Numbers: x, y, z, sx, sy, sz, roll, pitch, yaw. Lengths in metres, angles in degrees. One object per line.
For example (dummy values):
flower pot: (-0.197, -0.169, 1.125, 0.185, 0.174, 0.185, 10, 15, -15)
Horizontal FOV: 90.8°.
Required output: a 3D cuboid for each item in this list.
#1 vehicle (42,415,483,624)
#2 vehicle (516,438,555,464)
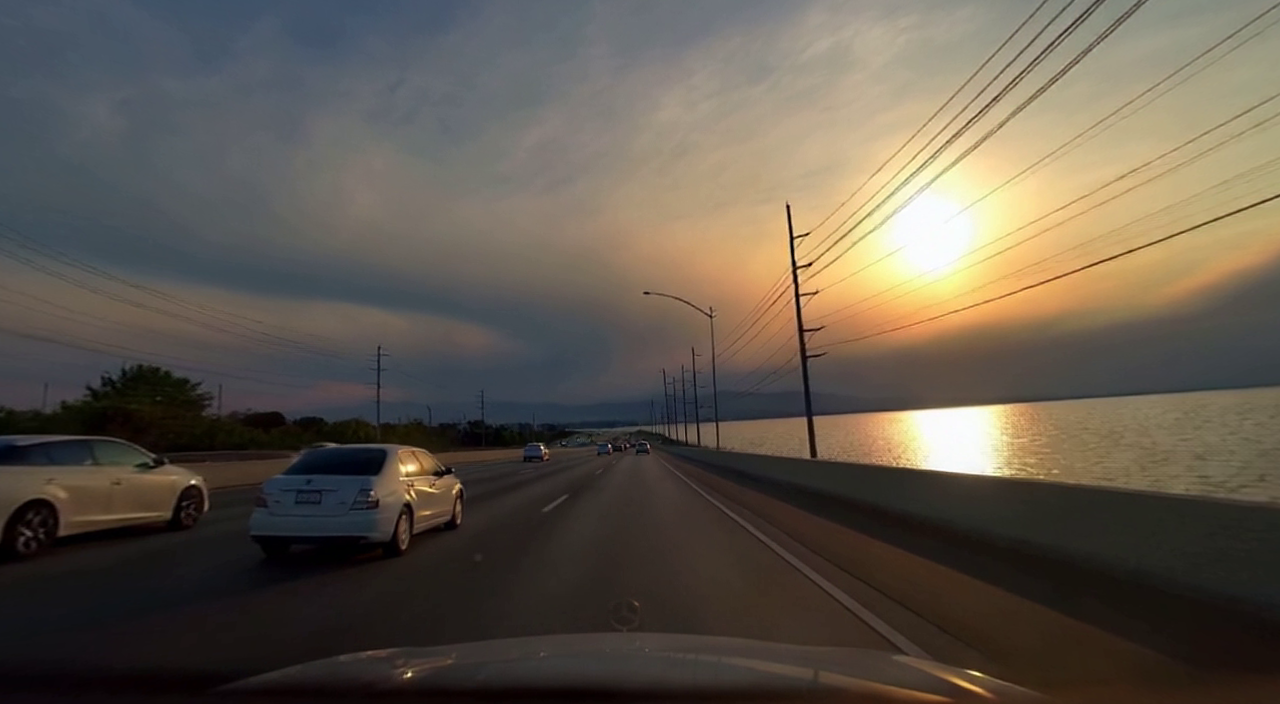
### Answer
vehicle: (-3.316, 1.549, 6.887, 2.015, 1.501, 4.454, 0, -8, 1)
vehicle: (-7.405, 7.053, 45.155, 2.050, 1.717, 4.418, 0, -8, 0)
